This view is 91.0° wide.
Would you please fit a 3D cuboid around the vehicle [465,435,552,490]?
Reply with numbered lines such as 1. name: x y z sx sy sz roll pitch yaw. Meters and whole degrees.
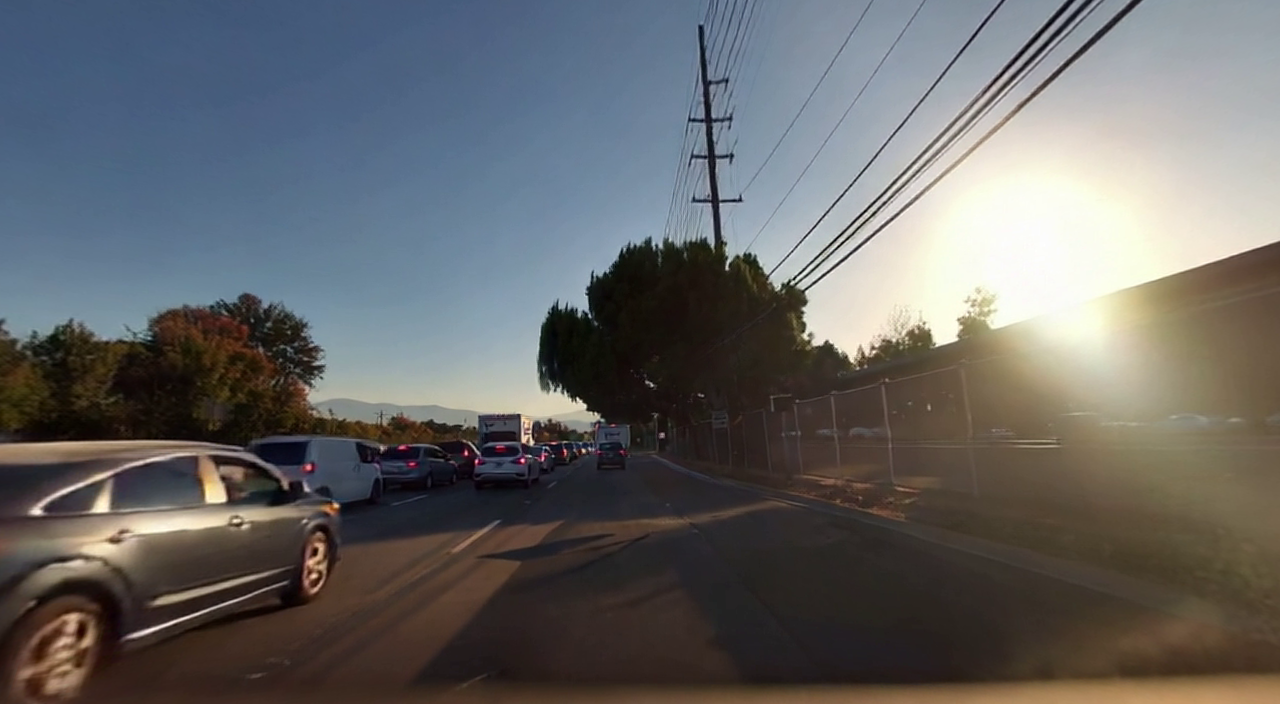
1. vehicle: -4.358 3.740 21.705 2.057 1.673 4.934 0 -8 -1

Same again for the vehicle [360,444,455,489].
1. vehicle: -8.651 4.246 23.901 1.909 1.473 5.050 0 -8 -3

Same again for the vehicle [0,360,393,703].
1. vehicle: -3.863 1.154 4.400 2.388 1.692 4.684 0 -8 -1

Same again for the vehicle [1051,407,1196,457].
1. vehicle: 30.585 5.093 39.988 7.011 3.014 2.594 0 -9 -2

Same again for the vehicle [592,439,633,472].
1. vehicle: -1.488 5.540 34.013 2.055 1.671 4.147 0 -8 -3
